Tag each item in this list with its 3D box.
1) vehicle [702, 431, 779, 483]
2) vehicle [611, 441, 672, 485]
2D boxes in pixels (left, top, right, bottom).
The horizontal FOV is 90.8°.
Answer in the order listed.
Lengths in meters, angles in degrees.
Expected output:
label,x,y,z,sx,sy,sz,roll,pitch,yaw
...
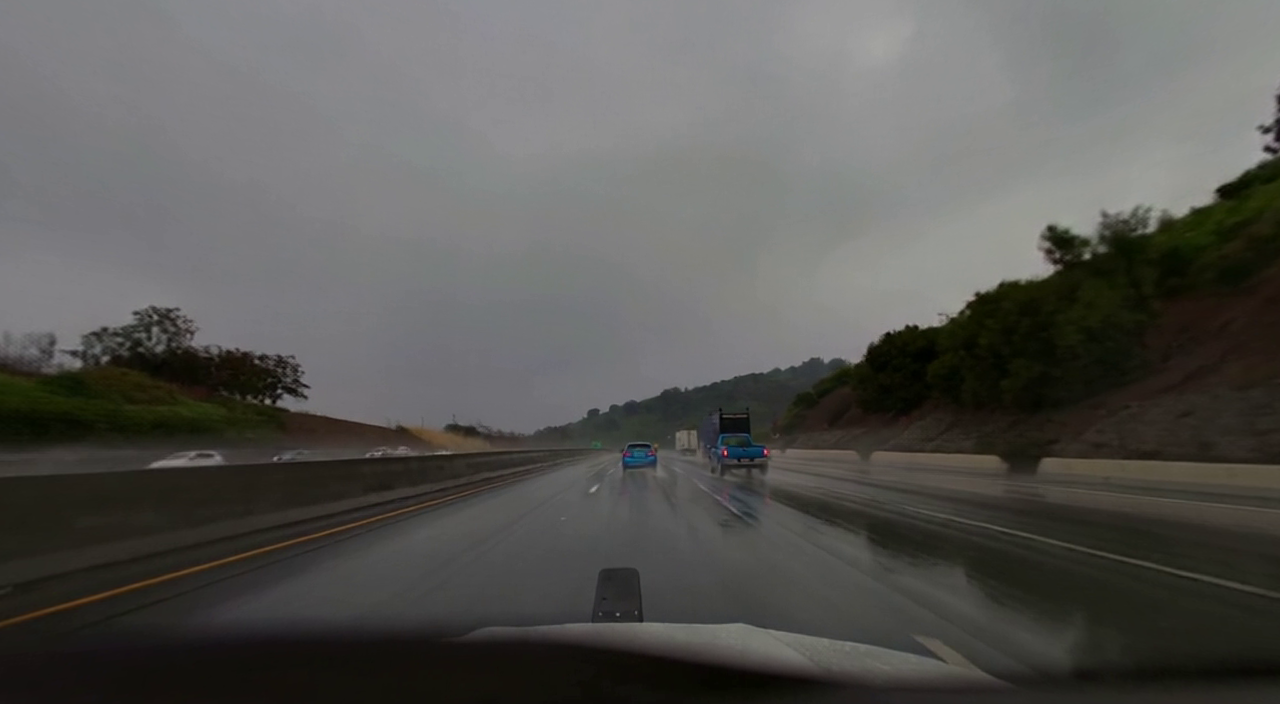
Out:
label,x,y,z,sx,sy,sz,roll,pitch,yaw
vehicle,3.742,4.029,24.405,2.098,1.794,4.561,0,-9,-2
vehicle,0.013,4.088,23.607,2.083,1.477,3.965,0,-9,-1
